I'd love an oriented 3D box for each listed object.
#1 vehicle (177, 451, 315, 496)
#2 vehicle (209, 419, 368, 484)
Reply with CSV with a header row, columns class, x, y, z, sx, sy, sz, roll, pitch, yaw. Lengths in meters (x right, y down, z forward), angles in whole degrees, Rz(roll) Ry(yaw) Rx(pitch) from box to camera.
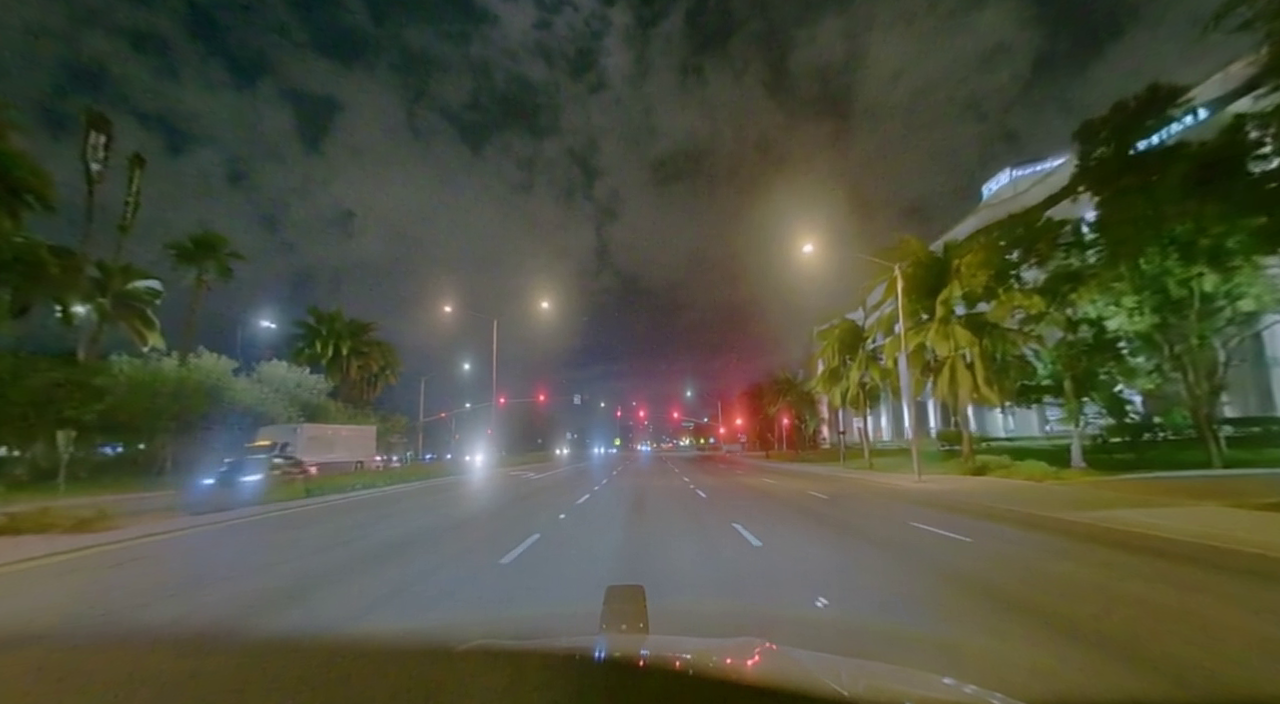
class,x,y,z,sx,sy,sz,roll,pitch,yaw
vehicle,-14.885,4.587,24.203,2.130,1.509,4.644,-1,-8,3
vehicle,-21.297,6.179,39.664,3.013,3.417,12.442,0,-8,-1
